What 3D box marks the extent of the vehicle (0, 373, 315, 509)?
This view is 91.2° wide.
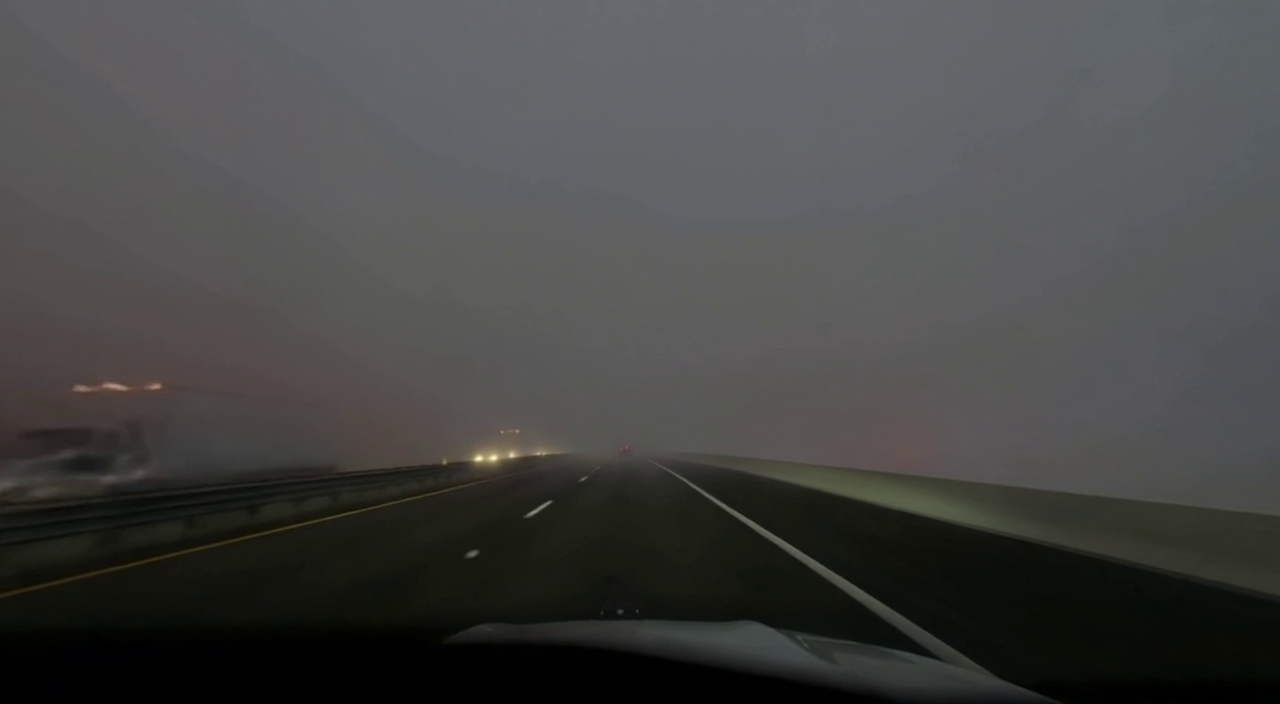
[{"bbox_3d":[-17.187,3.389,23.391,3.293,3.600,13.598,0,-9,-2],"label":"vehicle"}]
